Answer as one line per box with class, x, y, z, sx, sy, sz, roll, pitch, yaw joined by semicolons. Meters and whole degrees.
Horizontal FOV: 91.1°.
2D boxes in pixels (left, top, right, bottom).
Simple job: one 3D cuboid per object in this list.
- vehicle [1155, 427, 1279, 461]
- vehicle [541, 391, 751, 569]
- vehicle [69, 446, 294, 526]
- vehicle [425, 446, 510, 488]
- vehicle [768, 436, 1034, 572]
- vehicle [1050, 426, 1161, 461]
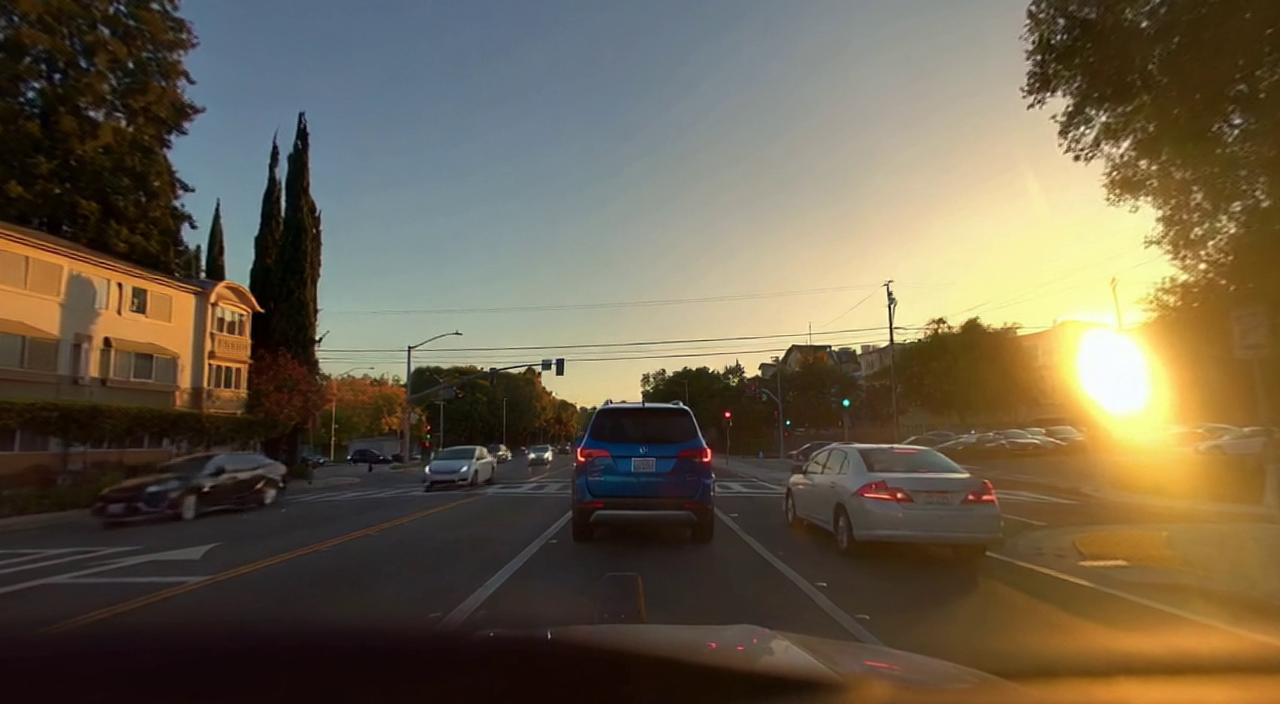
vehicle;25.898;4.081;27.854;4.420;1.469;1.807;0;-8;0
vehicle;0.030;1.720;9.074;2.296;1.947;4.168;0;-9;-1
vehicle;-10.569;3.061;15.083;1.772;1.561;4.773;0;-8;0
vehicle;-6.647;4.463;24.791;1.981;1.478;4.701;0;-9;1
vehicle;3.351;2.021;9.225;1.900;1.478;4.425;0;-9;-2
vehicle;26.605;5.228;35.989;4.704;1.919;2.130;0;-9;-3
